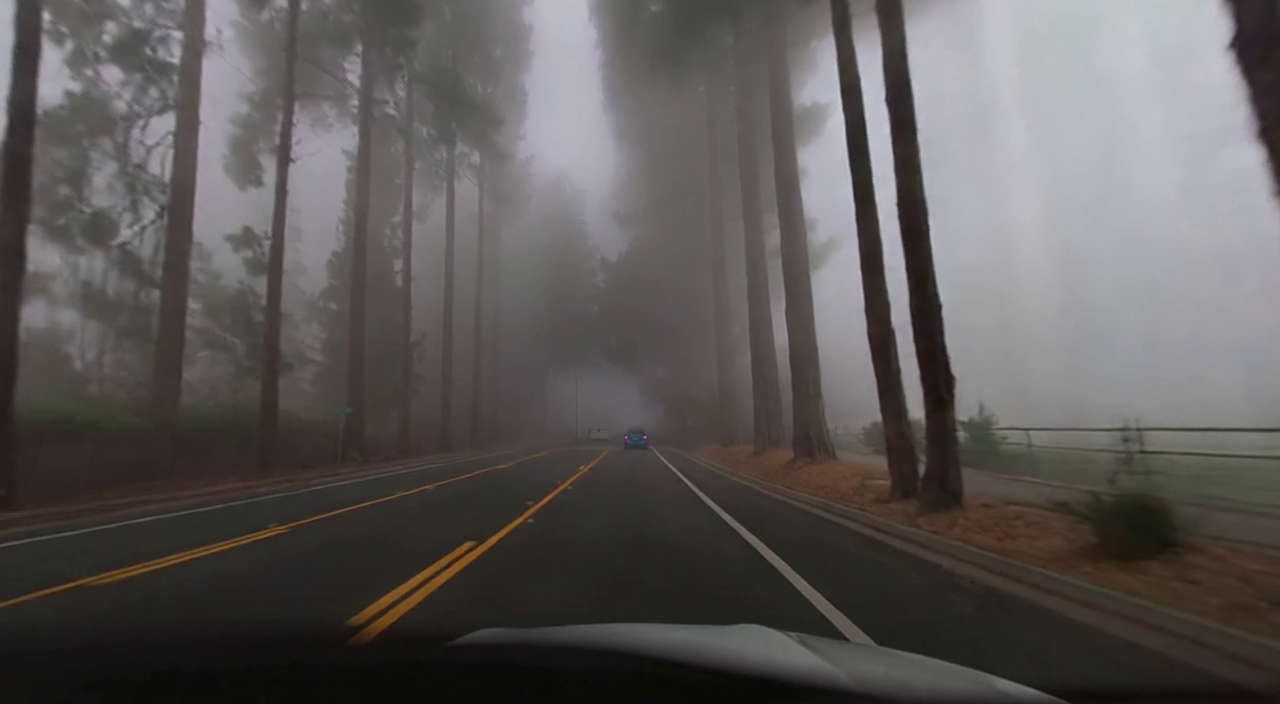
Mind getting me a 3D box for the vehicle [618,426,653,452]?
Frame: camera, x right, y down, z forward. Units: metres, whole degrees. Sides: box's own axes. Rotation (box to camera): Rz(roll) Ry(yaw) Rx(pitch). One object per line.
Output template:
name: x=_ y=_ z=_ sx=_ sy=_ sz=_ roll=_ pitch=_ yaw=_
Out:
vehicle: x=-0.285 y=5.354 z=38.745 sx=2.067 sy=1.486 sz=3.861 roll=0 pitch=-8 yaw=0
